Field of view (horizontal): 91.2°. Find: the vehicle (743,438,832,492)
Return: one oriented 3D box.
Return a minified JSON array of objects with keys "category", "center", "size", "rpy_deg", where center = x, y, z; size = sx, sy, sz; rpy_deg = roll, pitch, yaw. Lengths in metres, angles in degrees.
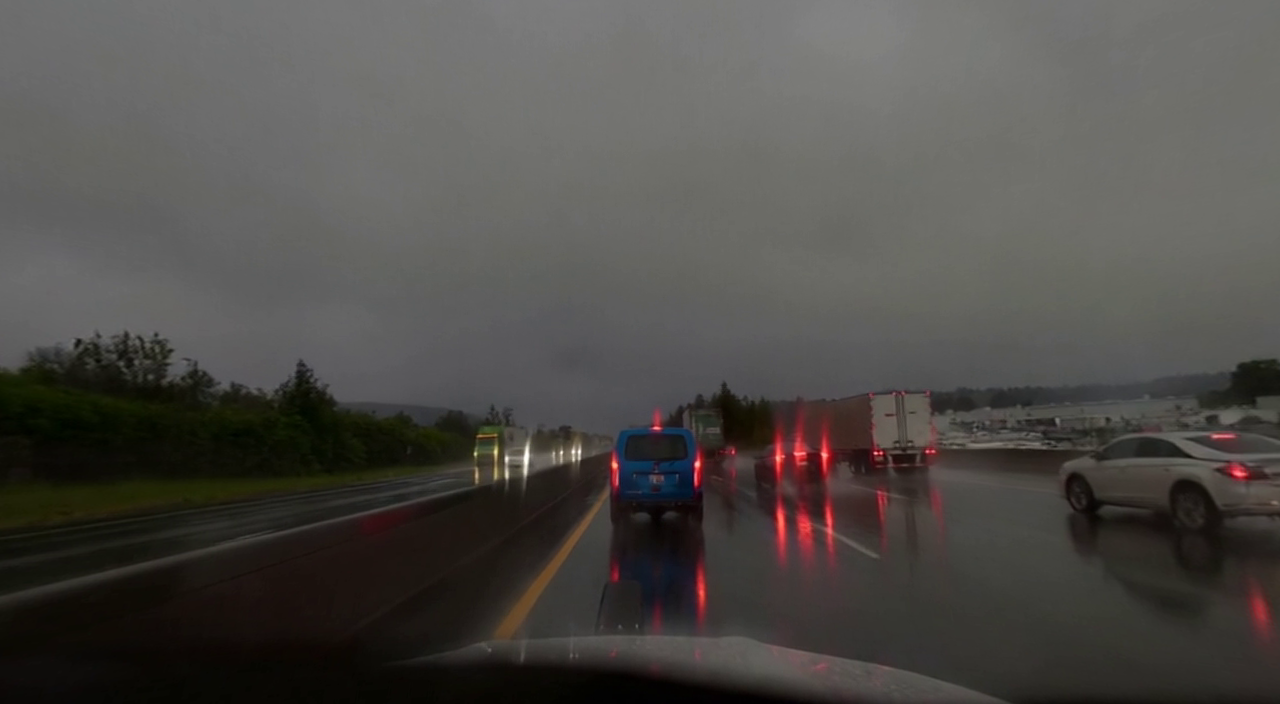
[{"category":"vehicle","center":[4.504,3.495,19.718],"size":[1.859,1.512,3.711],"rpy_deg":[0,-9,0]}]

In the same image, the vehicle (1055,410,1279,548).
[{"category":"vehicle","center":[8.751,1.824,9.497],"size":[1.913,1.652,4.384],"rpy_deg":[-1,-9,1]}]

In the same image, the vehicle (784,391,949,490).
[{"category":"vehicle","center":[8.551,3.662,25.671],"size":[2.799,3.188,10.578],"rpy_deg":[0,-9,0]}]

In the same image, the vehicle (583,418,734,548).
[{"category":"vehicle","center":[0.235,1.971,9.954],"size":[1.965,1.664,3.428],"rpy_deg":[0,-9,0]}]
